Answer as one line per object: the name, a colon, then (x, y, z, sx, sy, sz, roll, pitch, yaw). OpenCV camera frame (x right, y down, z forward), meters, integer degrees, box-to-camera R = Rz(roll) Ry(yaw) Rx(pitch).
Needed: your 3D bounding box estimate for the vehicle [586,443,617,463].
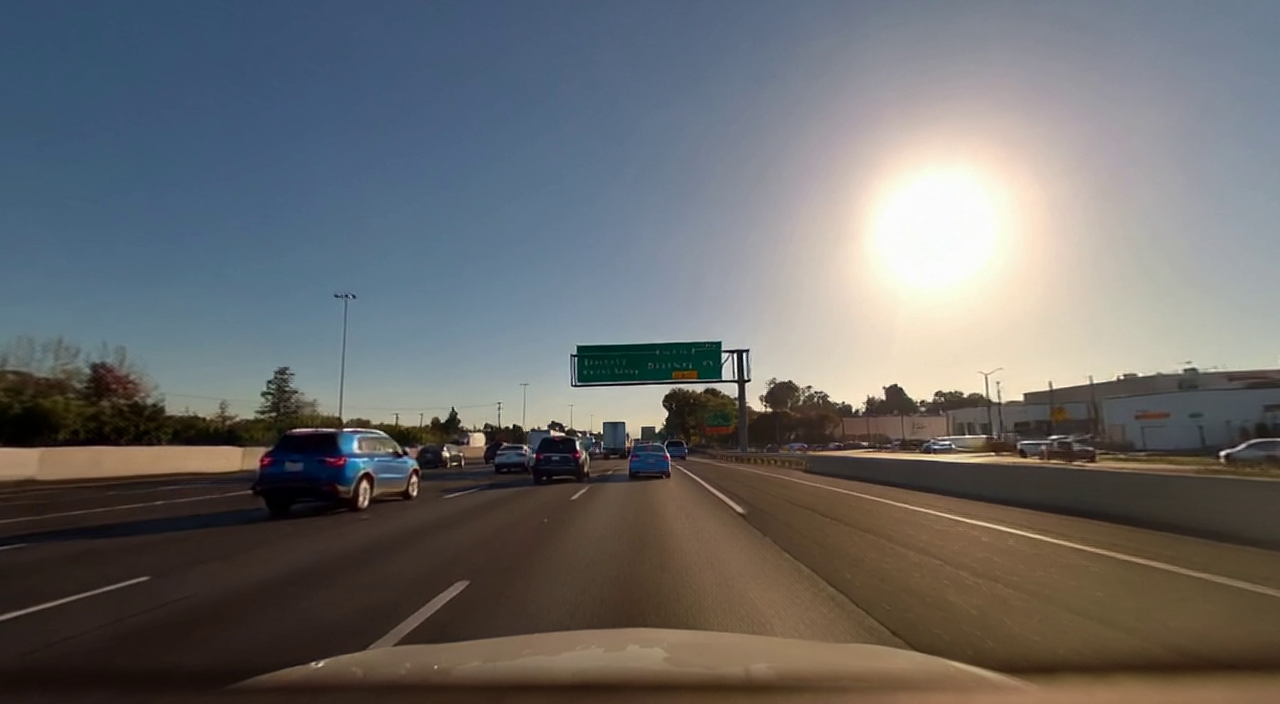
vehicle: (-2.926, 7.827, 49.142, 2.048, 1.497, 4.466, 0, -8, 1)

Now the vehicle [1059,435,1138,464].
vehicle: (30.938, 6.568, 42.722, 1.858, 1.741, 4.683, -2, -7, 1)

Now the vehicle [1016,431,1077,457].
vehicle: (30.941, 7.044, 48.159, 1.939, 1.888, 3.984, 0, -9, -1)

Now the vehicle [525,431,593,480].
vehicle: (-3.064, 4.027, 24.780, 2.007, 1.730, 4.412, 0, -8, 1)

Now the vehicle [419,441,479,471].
vehicle: (-10.056, 5.498, 33.496, 1.861, 1.495, 4.007, 0, -8, 1)

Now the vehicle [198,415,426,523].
vehicle: (-6.383, 2.340, 13.159, 2.125, 1.804, 4.864, 0, -8, 0)

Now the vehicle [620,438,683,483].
vehicle: (0.382, 3.894, 22.984, 2.090, 1.474, 3.970, 0, -8, 1)
